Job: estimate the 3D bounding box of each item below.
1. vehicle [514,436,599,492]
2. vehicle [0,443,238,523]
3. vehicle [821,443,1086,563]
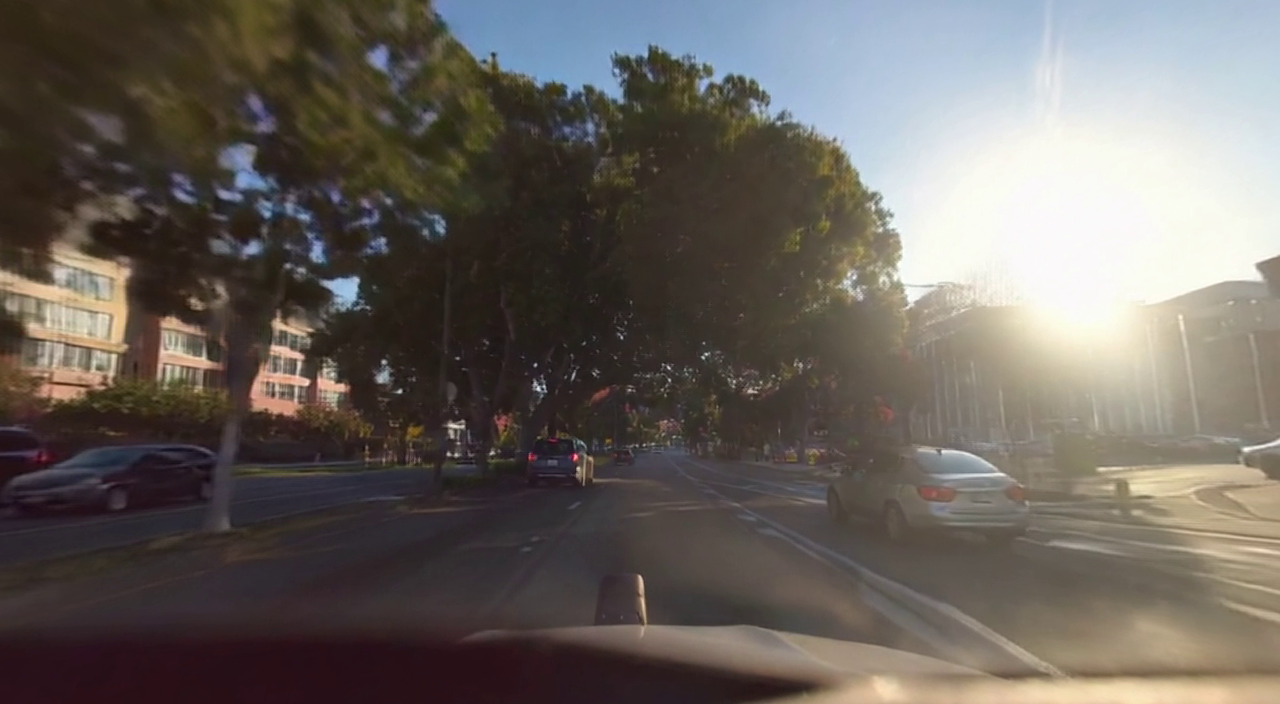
[{"bbox_3d":[-2.921,4.085,23.366,2.305,1.833,4.912,0,-9,2],"label":"vehicle"},{"bbox_3d":[-11.606,2.801,14.107,1.960,1.451,4.870,0,-9,1],"label":"vehicle"},{"bbox_3d":[4.547,2.232,10.127,1.960,1.471,4.378,0,-9,-1],"label":"vehicle"}]
